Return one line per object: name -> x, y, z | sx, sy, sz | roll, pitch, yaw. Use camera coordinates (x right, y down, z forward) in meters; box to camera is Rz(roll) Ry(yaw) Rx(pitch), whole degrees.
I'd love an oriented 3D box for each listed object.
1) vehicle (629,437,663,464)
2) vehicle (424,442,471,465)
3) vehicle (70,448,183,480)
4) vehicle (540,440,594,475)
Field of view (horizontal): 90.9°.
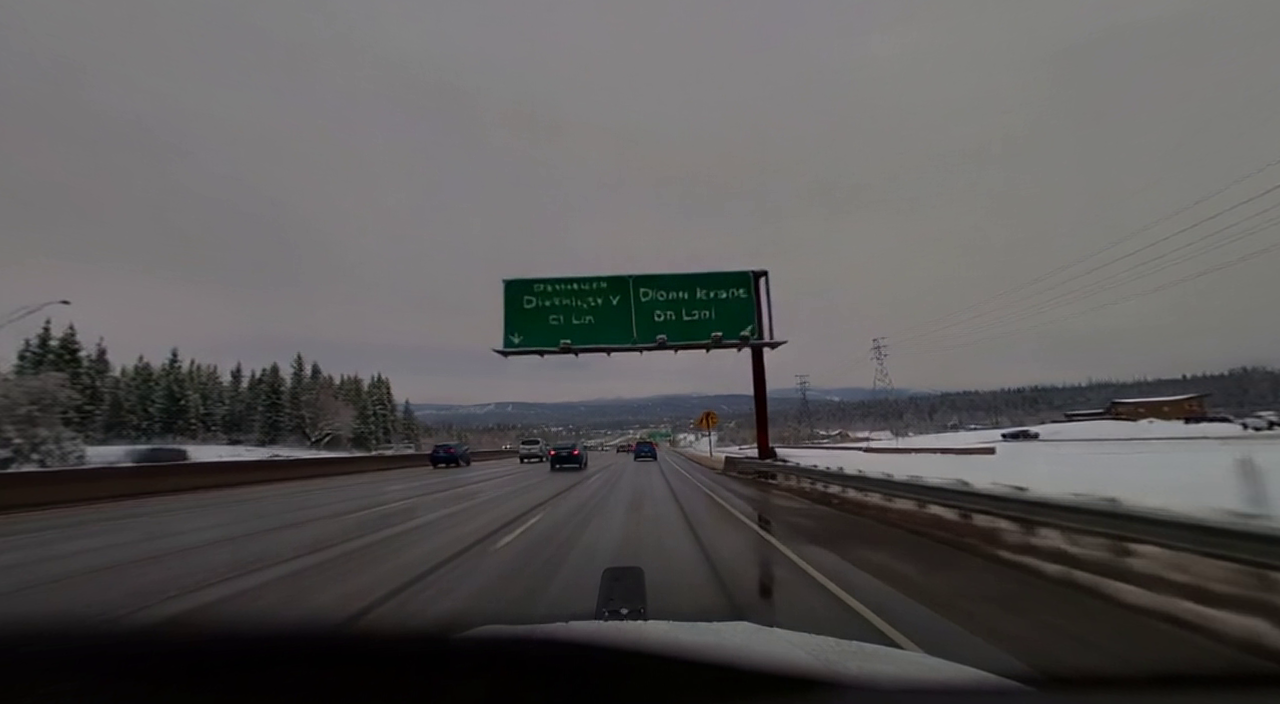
vehicle -> 0.389, 6.821, 43.728 | 2.194, 1.737, 4.127 | 0, -8, 0
vehicle -> -14.277, 7.505, 46.993 | 2.047, 1.608, 4.257 | 0, -8, 1
vehicle -> -28.071, 6.122, 34.738 | 1.976, 1.549, 5.017 | 0, -8, 1
vehicle -> -3.392, 5.013, 30.252 | 1.967, 1.517, 4.808 | 0, -8, 1
